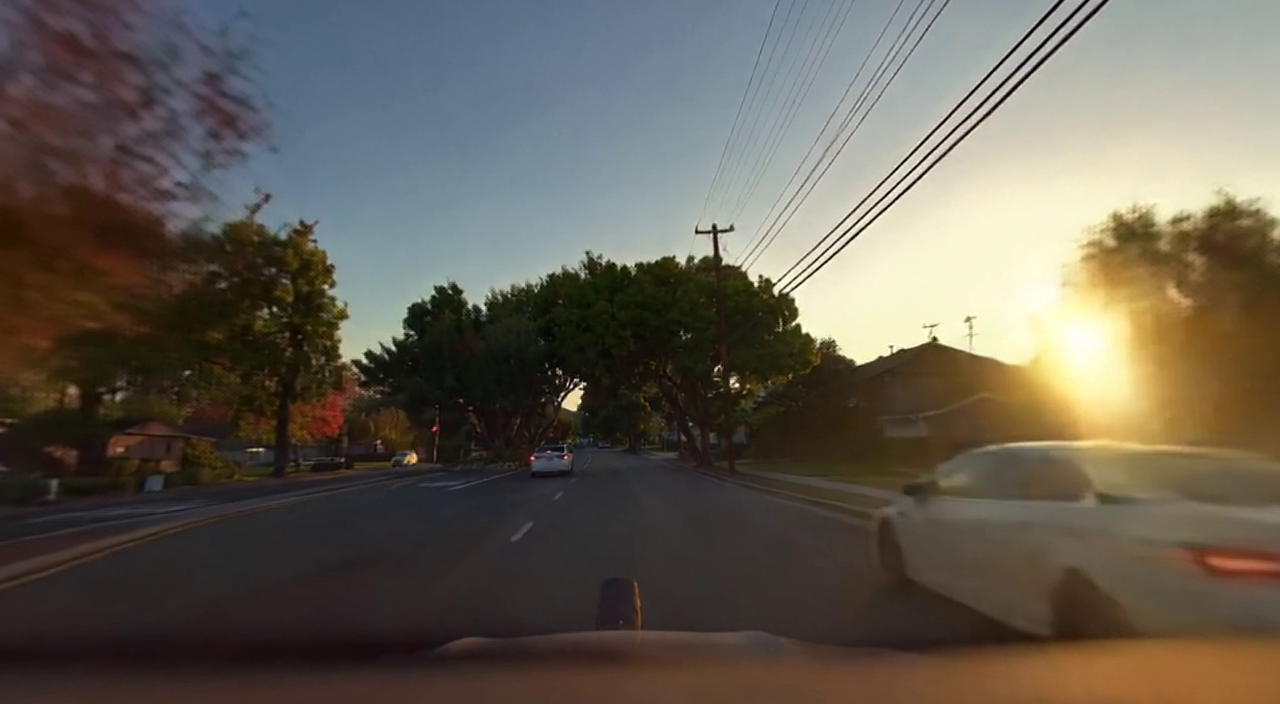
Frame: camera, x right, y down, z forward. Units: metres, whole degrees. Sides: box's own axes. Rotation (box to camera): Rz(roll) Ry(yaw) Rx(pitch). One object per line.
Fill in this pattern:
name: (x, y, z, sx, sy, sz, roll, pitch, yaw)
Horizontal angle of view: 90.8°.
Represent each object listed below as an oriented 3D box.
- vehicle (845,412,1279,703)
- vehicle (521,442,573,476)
vehicle: (3.365, 1.297, 4.777, 2.074, 1.450, 4.621, 0, -8, 0)
vehicle: (-4.387, 5.074, 30.358, 2.041, 1.471, 4.602, 0, -8, -3)
